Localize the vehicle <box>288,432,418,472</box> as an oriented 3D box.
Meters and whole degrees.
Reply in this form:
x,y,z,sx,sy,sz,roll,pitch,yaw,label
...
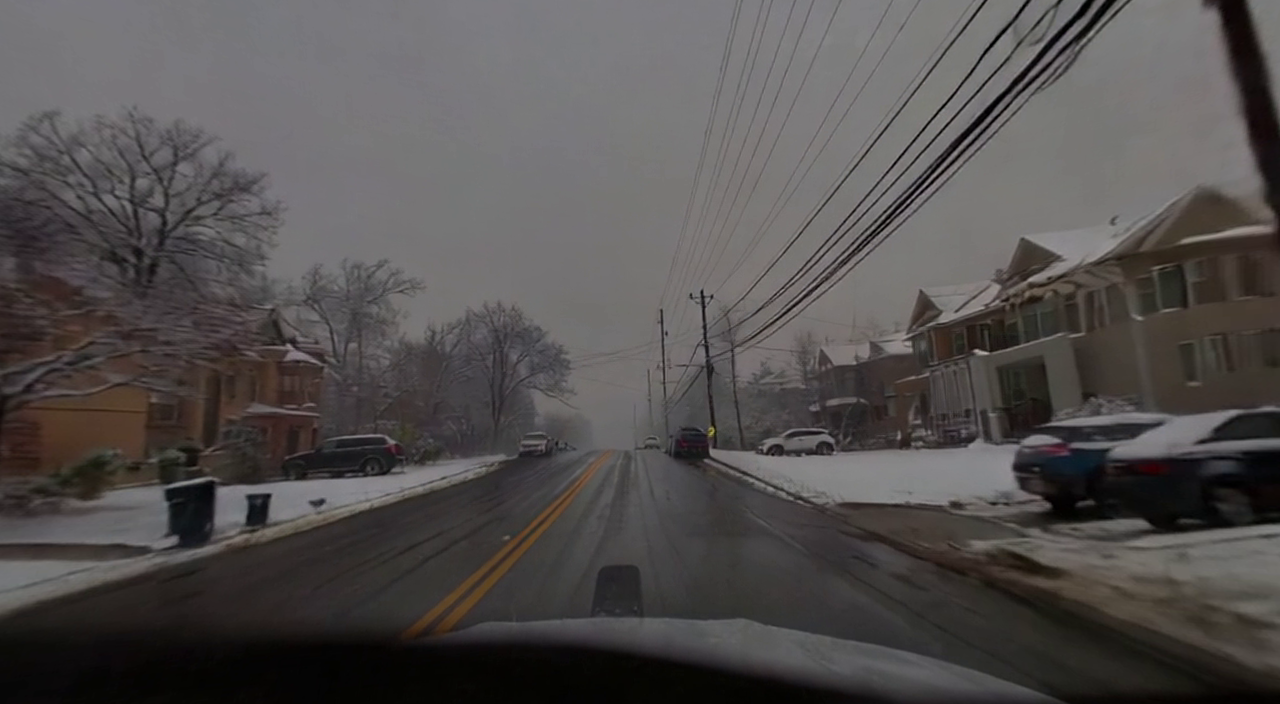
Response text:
x,y,z,sx,sy,sz,roll,pitch,yaw,label
-11.987,4.173,26.490,4.484,1.538,1.901,0,-8,2,vehicle

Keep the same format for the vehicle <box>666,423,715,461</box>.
x,y,z,sx,sy,sz,roll,pitch,yaw,label
2.740,5.041,35.456,2.277,1.917,5.495,0,-8,0,vehicle

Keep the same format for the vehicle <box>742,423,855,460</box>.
x,y,z,sx,sy,sz,roll,pitch,yaw,label
7.406,4.254,29.820,4.893,1.642,1.874,0,-10,3,vehicle

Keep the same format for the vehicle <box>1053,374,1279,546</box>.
x,y,z,sx,sy,sz,roll,pitch,yaw,label
8.475,1.250,8.158,4.622,1.826,2.065,-4,-9,-1,vehicle

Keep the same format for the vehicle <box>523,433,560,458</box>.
x,y,z,sx,sy,sz,roll,pitch,yaw,label
-6.975,6.628,45.053,1.994,1.588,4.148,-3,-7,-1,vehicle

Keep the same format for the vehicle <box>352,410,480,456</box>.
x,y,z,sx,sy,sz,roll,pitch,yaw,label
-14.397,5.267,40.721,7.267,2.775,2.786,-1,-9,12,vehicle
